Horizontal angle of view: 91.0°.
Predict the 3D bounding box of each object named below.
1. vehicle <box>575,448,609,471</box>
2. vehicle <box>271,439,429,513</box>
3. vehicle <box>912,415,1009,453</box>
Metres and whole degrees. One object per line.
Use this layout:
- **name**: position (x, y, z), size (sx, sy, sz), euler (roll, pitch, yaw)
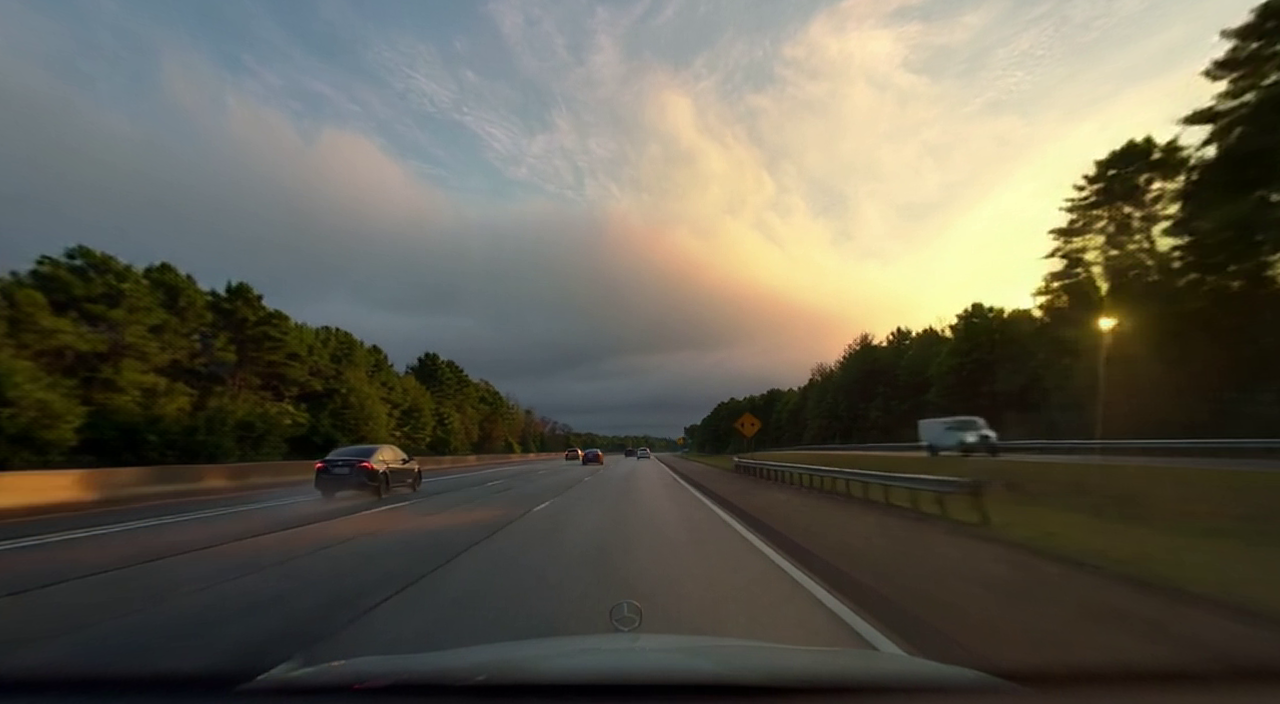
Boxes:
- **vehicle**: position (-3.503, 7.979, 46.941), size (2.104, 1.558, 4.639), euler (0, -9, 0)
- **vehicle**: position (-7.168, 3.089, 16.149), size (2.007, 1.616, 4.141), euler (0, -9, 1)
- **vehicle**: position (13.854, 3.648, 27.577), size (1.875, 1.529, 4.740), euler (0, -9, 2)
